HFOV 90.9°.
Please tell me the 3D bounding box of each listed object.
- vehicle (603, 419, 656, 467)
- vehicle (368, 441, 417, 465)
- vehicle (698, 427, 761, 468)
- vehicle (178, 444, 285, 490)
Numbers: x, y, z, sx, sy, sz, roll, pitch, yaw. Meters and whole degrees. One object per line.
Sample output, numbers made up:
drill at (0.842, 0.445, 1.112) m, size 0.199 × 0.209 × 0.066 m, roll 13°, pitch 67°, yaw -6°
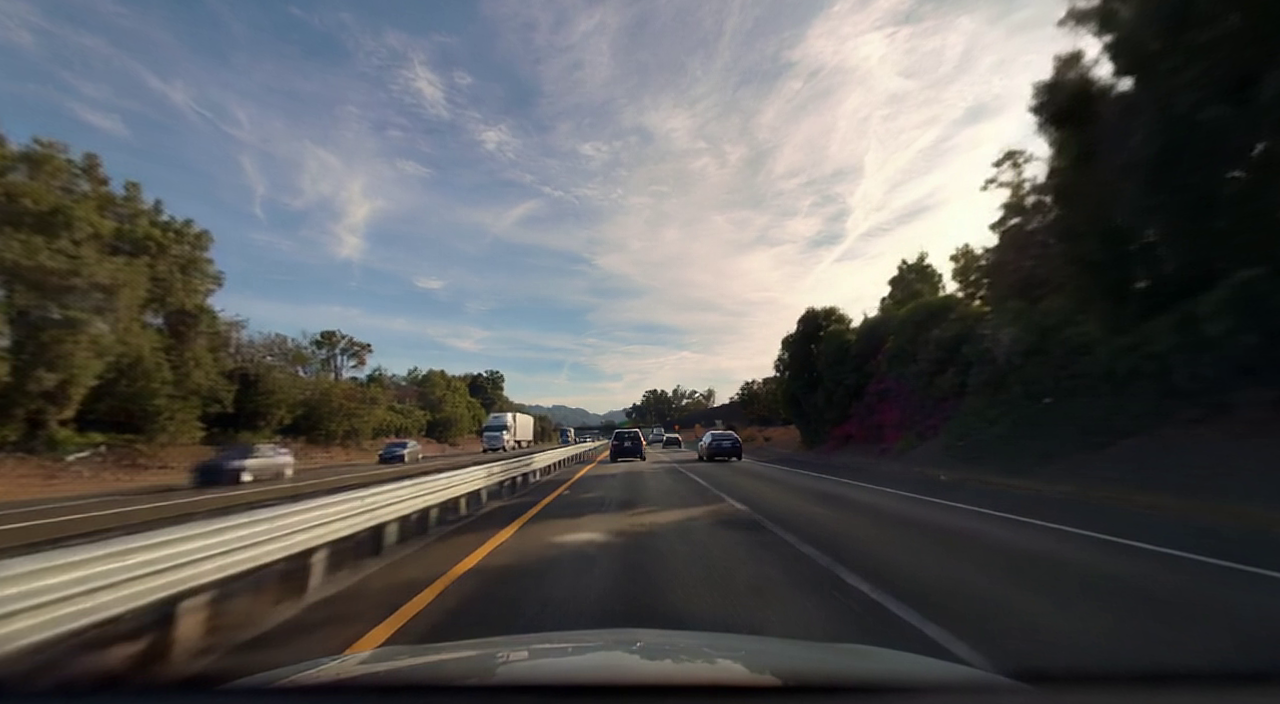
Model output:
vehicle at (-0.515, 4.216, 29.359) m, size 2.270 × 2.044 × 4.633 m, roll 0°, pitch -8°, yaw -1°
vehicle at (-17.120, 7.013, 43.780) m, size 1.859 × 1.540 × 4.165 m, roll 0°, pitch -8°, yaw -2°
vehicle at (3.727, 4.040, 26.875) m, size 1.981 × 1.606 × 3.956 m, roll 0°, pitch -8°, yaw -2°
vehicle at (-15.178, 4.244, 23.641) m, size 1.764 × 1.465 × 3.584 m, roll -1°, pitch -8°, yaw -3°
